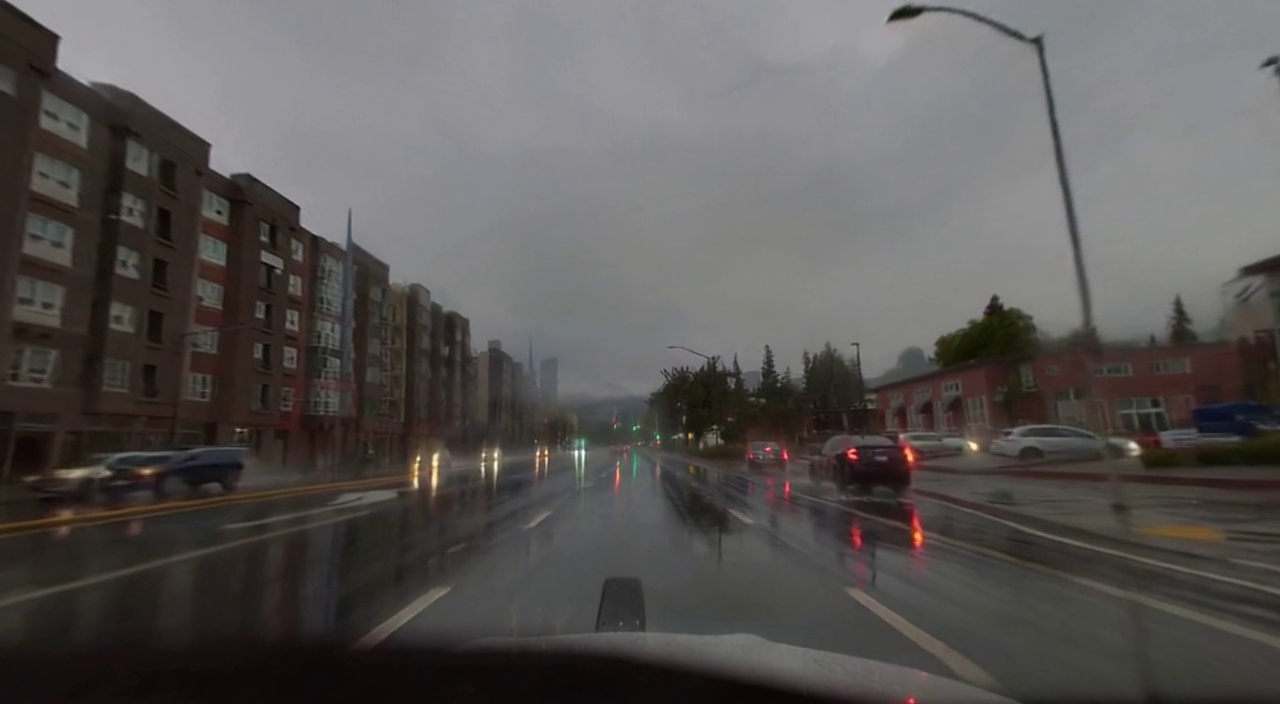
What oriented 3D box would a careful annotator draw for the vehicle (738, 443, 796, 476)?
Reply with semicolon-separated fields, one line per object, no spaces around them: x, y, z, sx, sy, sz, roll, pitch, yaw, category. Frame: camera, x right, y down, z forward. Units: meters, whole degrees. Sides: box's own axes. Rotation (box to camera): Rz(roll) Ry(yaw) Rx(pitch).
6.729;5.712;33.973;2.063;1.631;4.507;0;-8;-1;vehicle

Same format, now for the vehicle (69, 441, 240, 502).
-15.122;3.699;20.057;2.014;1.700;4.308;0;-8;-1;vehicle

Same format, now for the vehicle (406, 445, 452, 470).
-15.662;7.797;47.063;1.888;1.744;4.355;0;-8;1;vehicle

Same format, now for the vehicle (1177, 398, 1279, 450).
30.587;3.637;31.489;5.204;2.465;2.316;-1;-9;5;vehicle

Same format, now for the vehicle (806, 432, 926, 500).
6.555;3.337;18.936;2.175;1.770;4.373;-1;-8;3;vehicle

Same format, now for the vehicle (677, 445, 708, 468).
3.751;7.569;46.009;1.878;1.534;4.120;0;-8;0;vehicle

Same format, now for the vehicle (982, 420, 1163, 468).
15.144;3.265;22.380;4.830;1.605;1.982;-1;-9;4;vehicle

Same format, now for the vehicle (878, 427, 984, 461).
14.914;4.743;32.570;4.527;1.637;1.887;0;-8;-1;vehicle
